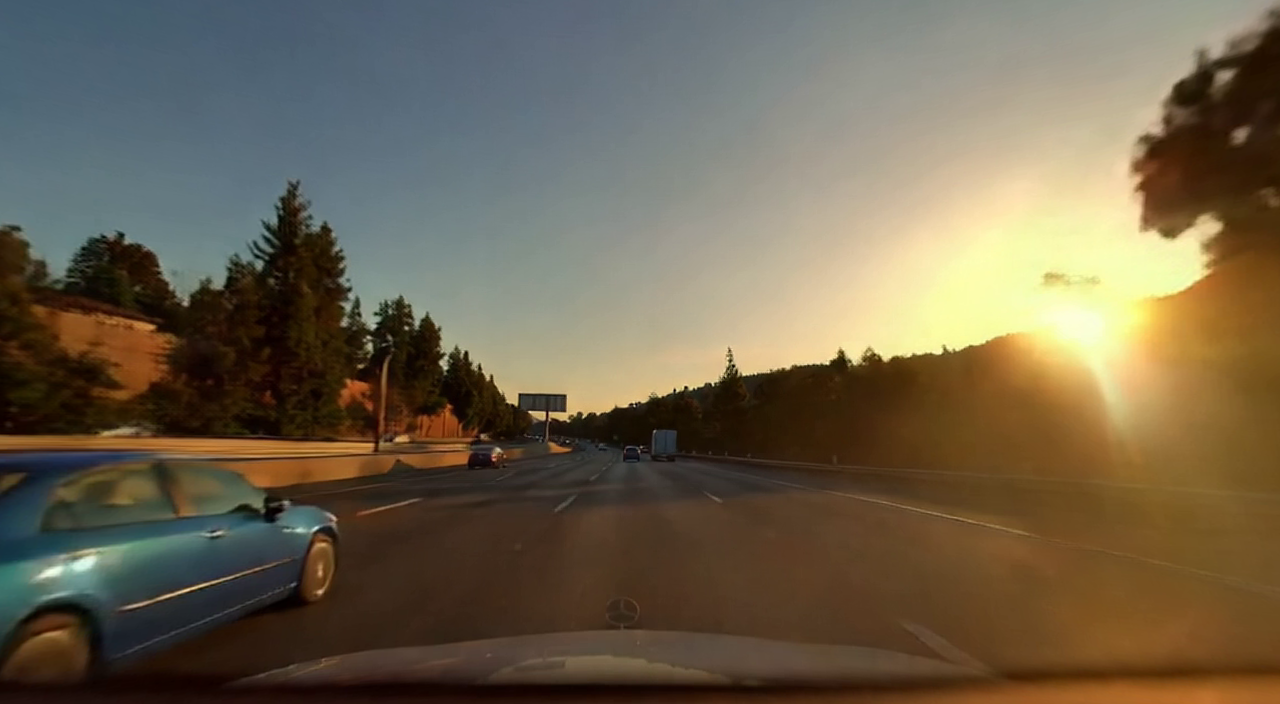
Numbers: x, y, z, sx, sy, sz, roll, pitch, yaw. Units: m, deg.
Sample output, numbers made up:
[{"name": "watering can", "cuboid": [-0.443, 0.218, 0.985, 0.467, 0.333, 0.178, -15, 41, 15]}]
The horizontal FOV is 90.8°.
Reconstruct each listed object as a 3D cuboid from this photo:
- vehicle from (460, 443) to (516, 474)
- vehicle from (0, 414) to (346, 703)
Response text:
[{"name": "vehicle", "cuboid": [-7.580, 5.331, 31.857, 1.915, 1.479, 3.843, 0, -8, 0]}, {"name": "vehicle", "cuboid": [-4.096, 1.238, 4.283, 2.090, 1.487, 4.276, 0, -8, 1]}]
